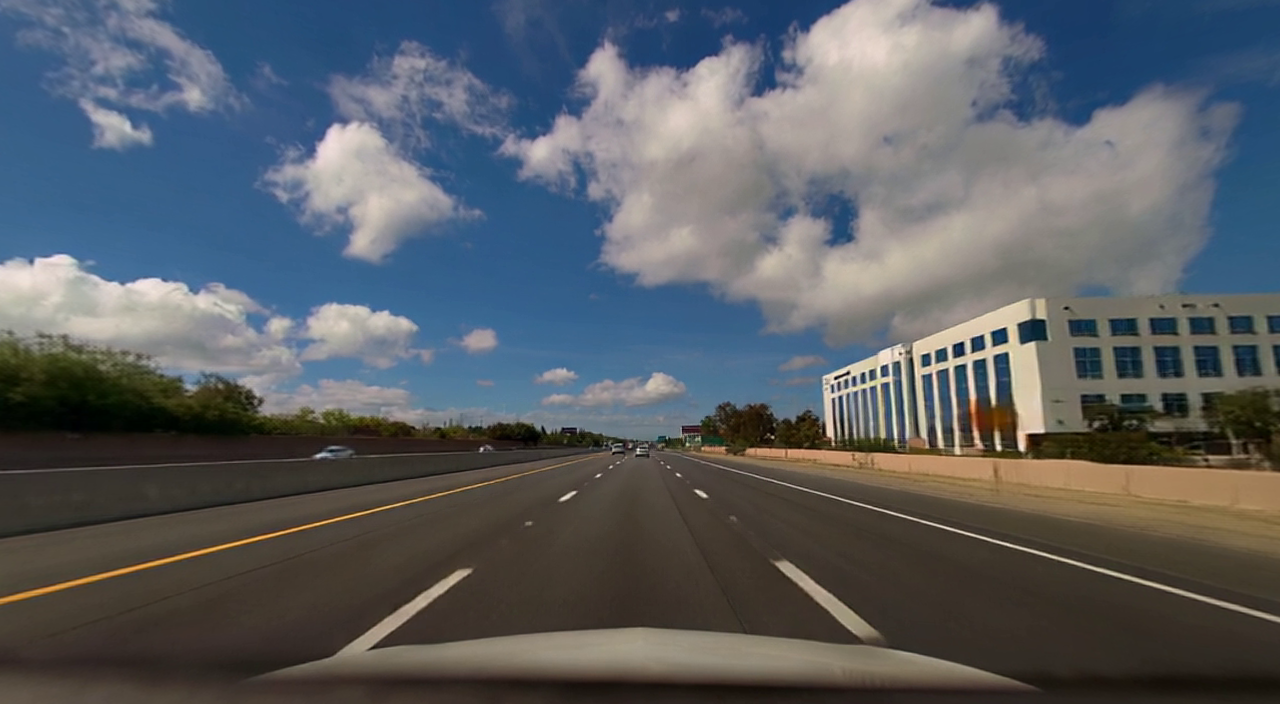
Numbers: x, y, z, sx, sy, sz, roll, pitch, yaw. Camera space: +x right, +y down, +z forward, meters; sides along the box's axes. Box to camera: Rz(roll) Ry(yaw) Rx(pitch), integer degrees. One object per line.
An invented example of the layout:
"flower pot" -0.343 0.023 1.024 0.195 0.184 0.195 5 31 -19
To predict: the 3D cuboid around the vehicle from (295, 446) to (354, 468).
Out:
"vehicle" -23.946 7.973 47.981 1.969 1.530 4.700 0 -9 1
